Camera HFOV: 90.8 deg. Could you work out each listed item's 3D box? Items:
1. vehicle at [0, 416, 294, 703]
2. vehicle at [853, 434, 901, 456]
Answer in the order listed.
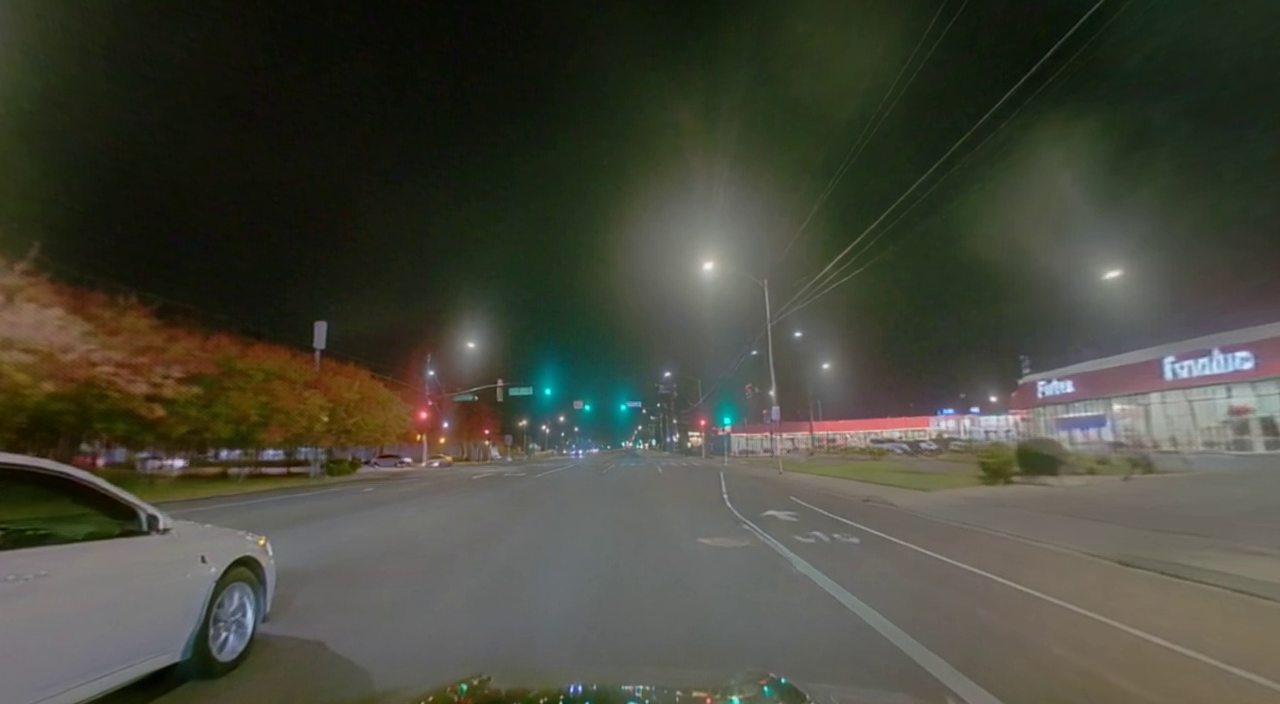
[{"bbox_3d":[-3.018,0.844,1.437,1.874,1.424,4.553,-1,-8,0],"label":"vehicle"},{"bbox_3d":[18.449,7.288,49.415,1.879,1.643,4.484,0,-8,-2],"label":"vehicle"}]
